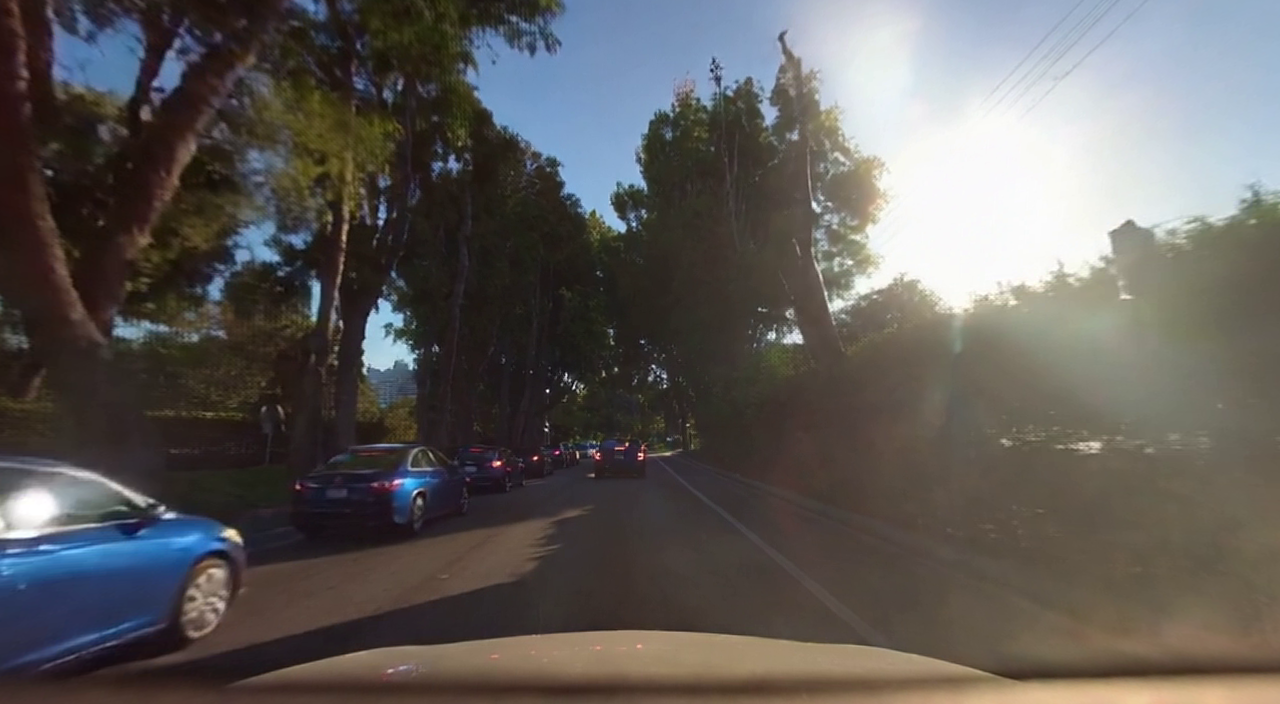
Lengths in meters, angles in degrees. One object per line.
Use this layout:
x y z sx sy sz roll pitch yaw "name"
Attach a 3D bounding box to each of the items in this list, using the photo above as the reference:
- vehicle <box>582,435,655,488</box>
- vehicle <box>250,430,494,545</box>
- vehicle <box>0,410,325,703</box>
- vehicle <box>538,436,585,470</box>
-0.657 3.473 20.413 2.127 1.517 4.090 0 -8 -1 "vehicle"
-4.017 2.101 10.576 1.968 1.459 4.734 0 -8 1 "vehicle"
-3.692 1.046 3.121 2.030 1.452 4.312 0 -8 0 "vehicle"
-4.128 5.378 33.844 1.983 1.697 4.285 0 -8 0 "vehicle"
